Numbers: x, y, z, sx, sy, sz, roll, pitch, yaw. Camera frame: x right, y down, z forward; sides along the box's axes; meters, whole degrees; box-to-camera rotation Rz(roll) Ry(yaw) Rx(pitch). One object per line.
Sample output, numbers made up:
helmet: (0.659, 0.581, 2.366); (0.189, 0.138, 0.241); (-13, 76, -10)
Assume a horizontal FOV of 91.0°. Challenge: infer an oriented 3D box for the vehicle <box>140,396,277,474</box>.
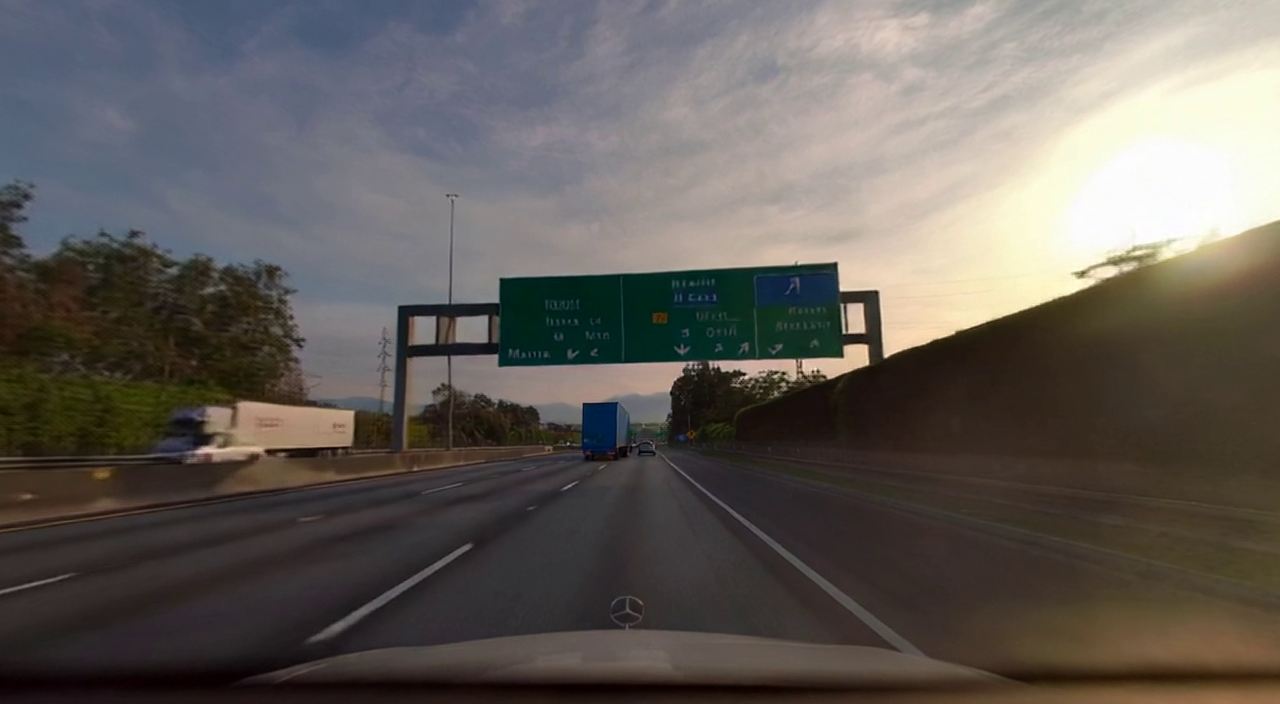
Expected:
vehicle: (-22.725, 4.446, 33.588); (2.928, 3.764, 5.866); (0, -8, 0)
